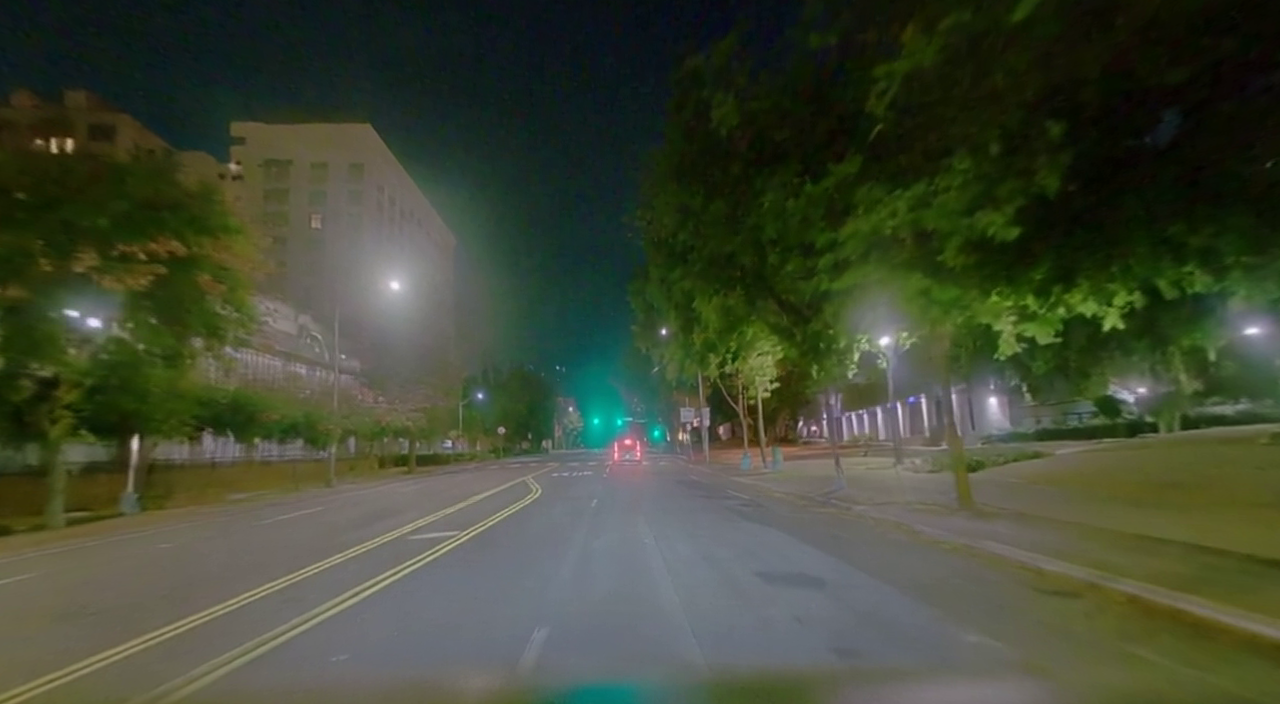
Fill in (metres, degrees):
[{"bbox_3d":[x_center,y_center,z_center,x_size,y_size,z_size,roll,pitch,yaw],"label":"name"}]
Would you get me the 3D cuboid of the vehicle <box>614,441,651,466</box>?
[{"bbox_3d":[-0.535,6.169,38.638,2.131,1.474,4.146,0,-8,-2],"label":"vehicle"}]
